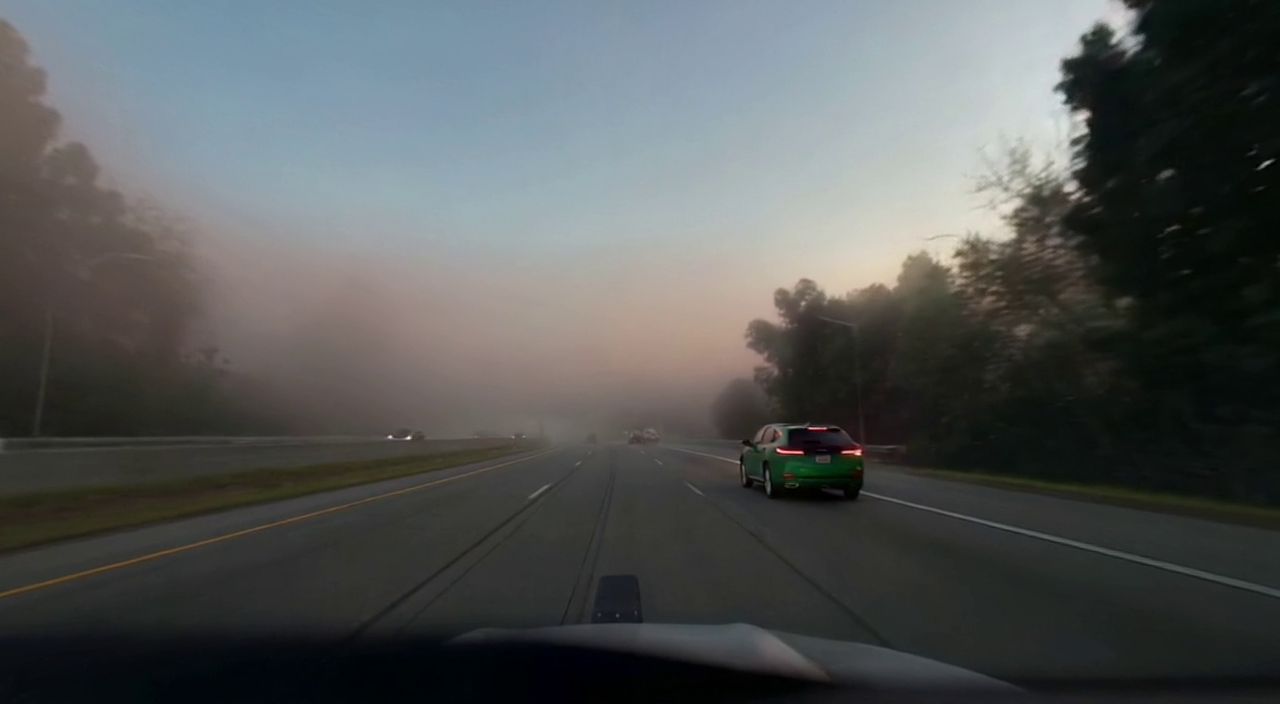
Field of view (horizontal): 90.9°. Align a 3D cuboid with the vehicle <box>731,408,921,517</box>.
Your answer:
[{"bbox_3d":[3.153,1.992,11.799,2.107,1.642,4.331,0,-8,-2],"label":"vehicle"}]
